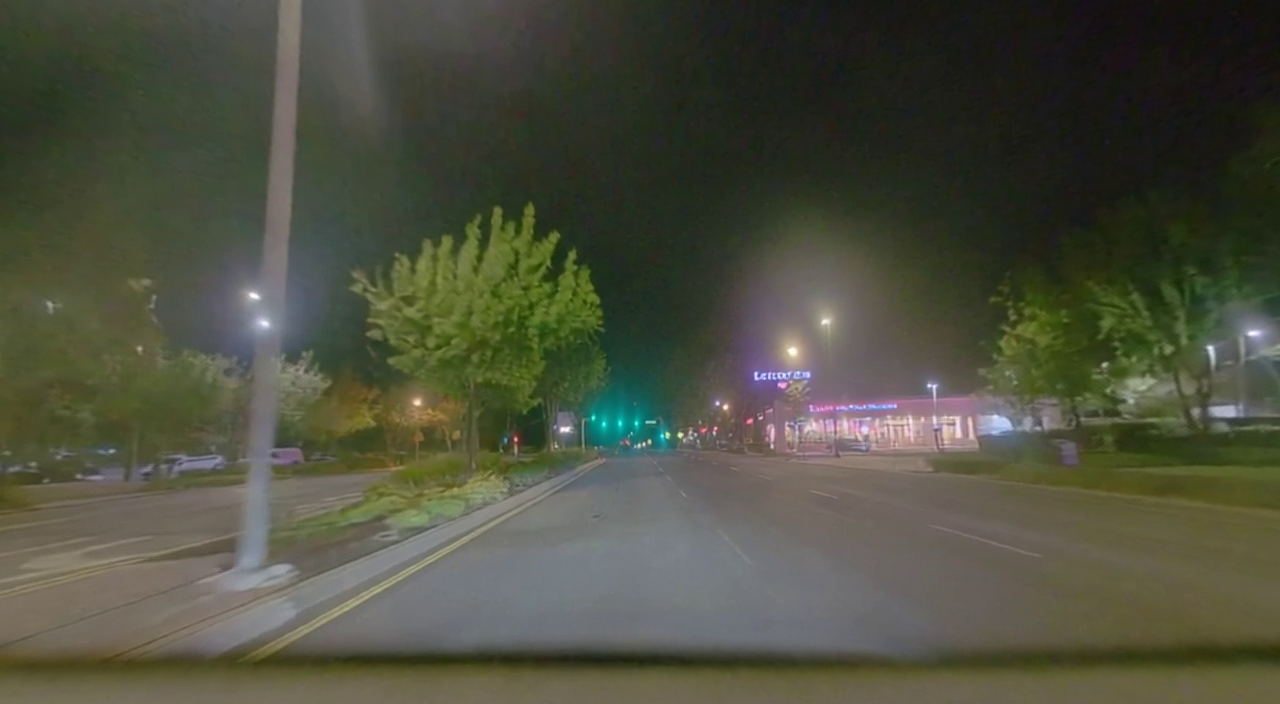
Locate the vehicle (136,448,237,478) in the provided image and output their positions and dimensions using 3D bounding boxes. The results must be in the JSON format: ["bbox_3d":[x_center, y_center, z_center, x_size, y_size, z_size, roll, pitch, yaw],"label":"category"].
[{"bbox_3d":[-28.345,6.940,39.724,4.922,1.511,1.959,1,-8,-28],"label":"vehicle"}]

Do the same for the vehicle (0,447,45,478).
[{"bbox_3d":[-41.528,7.203,41.611,4.997,1.912,2.111,-6,-10,33],"label":"vehicle"}]
